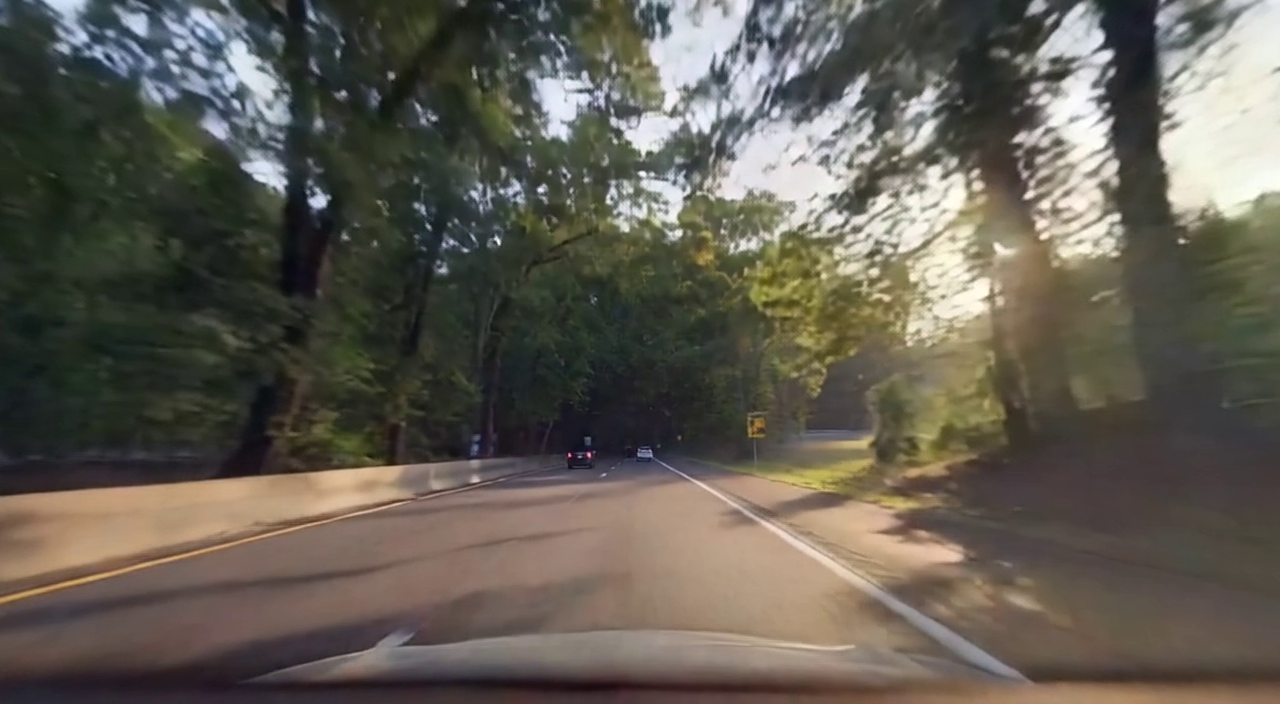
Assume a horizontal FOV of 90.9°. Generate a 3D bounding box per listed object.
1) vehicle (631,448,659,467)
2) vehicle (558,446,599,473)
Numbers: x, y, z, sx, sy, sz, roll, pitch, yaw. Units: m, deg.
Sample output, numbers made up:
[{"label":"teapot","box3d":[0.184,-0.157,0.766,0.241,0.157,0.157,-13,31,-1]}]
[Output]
[{"label":"vehicle","box3d":[0.330,7.958,47.653,1.989,1.402,3.831,0,-9,-1]},{"label":"vehicle","box3d":[-3.569,6.331,37.263,2.112,1.498,4.117,0,-9,-1]}]
